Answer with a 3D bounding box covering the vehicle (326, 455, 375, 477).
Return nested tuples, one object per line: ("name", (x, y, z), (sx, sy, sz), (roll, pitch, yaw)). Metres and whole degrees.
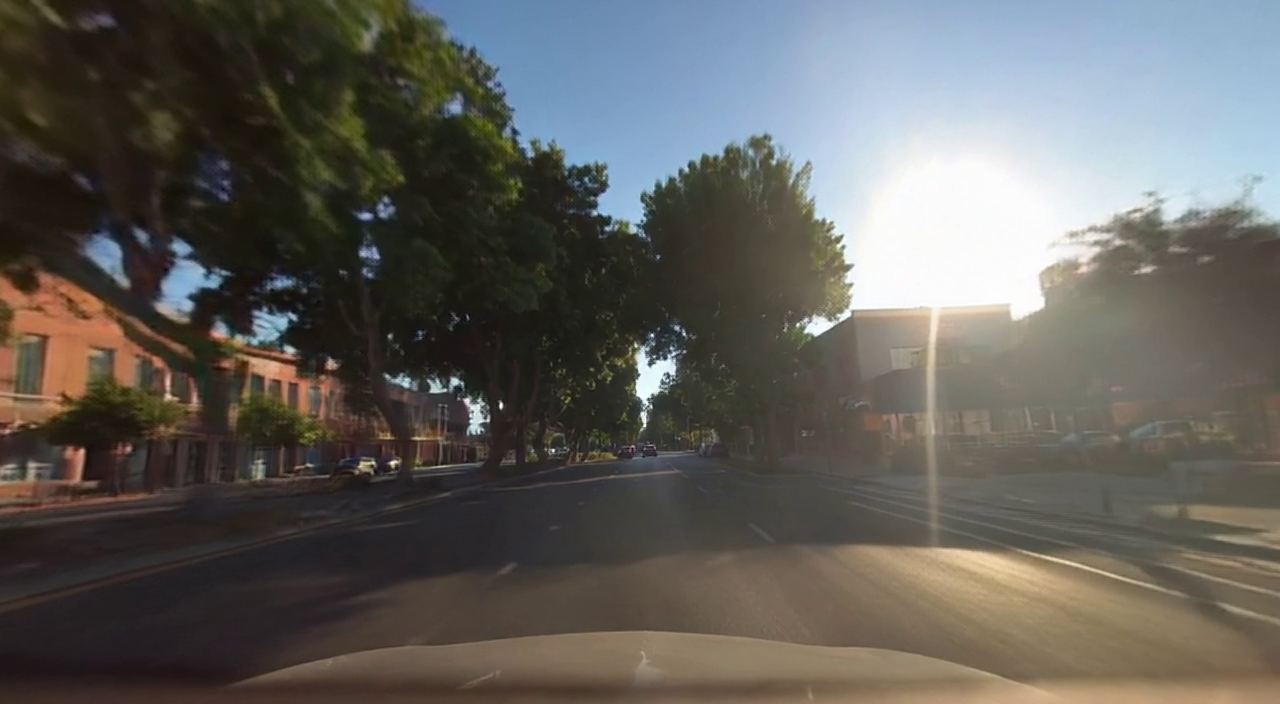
("vehicle", (-21.875, 8.592, 47.803), (1.883, 1.546, 3.930), (0, -8, -1))
